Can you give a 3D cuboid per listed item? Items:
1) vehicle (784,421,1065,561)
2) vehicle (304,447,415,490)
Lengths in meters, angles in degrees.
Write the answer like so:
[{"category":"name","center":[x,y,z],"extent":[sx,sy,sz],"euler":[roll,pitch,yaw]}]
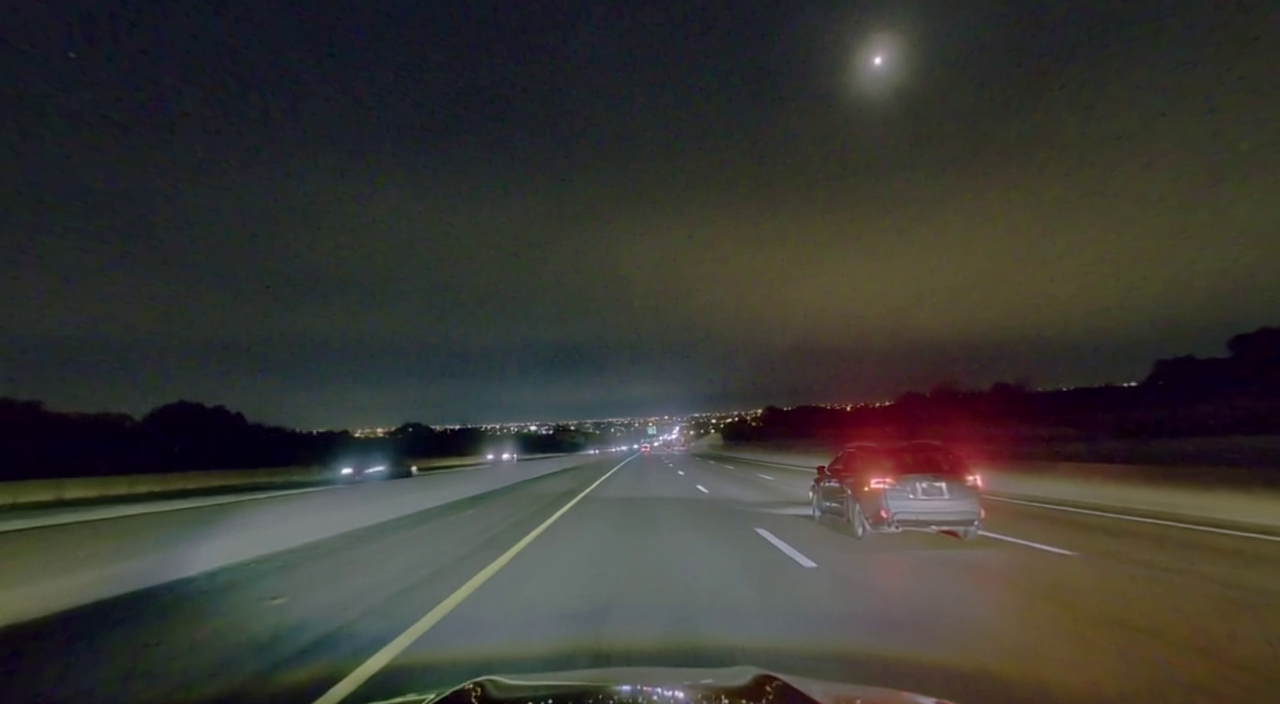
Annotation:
[{"category":"vehicle","center":[3.677,1.880,9.337],"extent":[1.982,1.533,4.612],"euler":[0,-8,0]},{"category":"vehicle","center":[-11.074,4.611,25.430],"extent":[2.137,1.543,5.021],"euler":[0,-8,1]}]
